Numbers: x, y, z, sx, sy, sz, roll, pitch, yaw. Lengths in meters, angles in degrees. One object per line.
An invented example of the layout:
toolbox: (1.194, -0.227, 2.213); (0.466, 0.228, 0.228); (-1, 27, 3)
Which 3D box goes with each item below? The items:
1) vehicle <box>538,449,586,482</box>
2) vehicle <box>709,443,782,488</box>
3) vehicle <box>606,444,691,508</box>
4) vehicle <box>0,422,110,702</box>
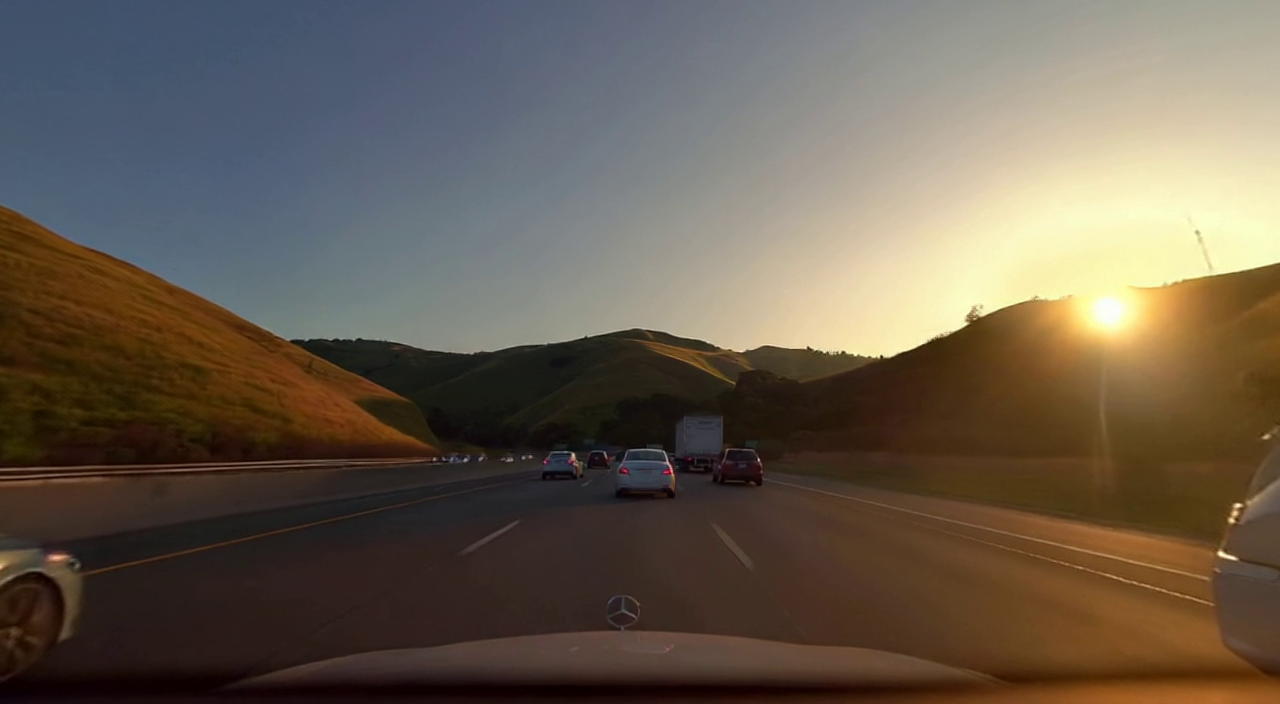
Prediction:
vehicle: (-3.787, 5.579, 31.214); (1.848, 1.486, 3.832); (0, -9, 1)
vehicle: (4.048, 4.460, 25.035); (2.029, 1.579, 4.484); (0, -9, -1)
vehicle: (0.217, 3.254, 16.912); (2.041, 1.484, 3.535); (0, -9, 0)
vehicle: (-4.450, 0.891, 1.835); (1.920, 1.506, 4.454); (0, -9, 0)
